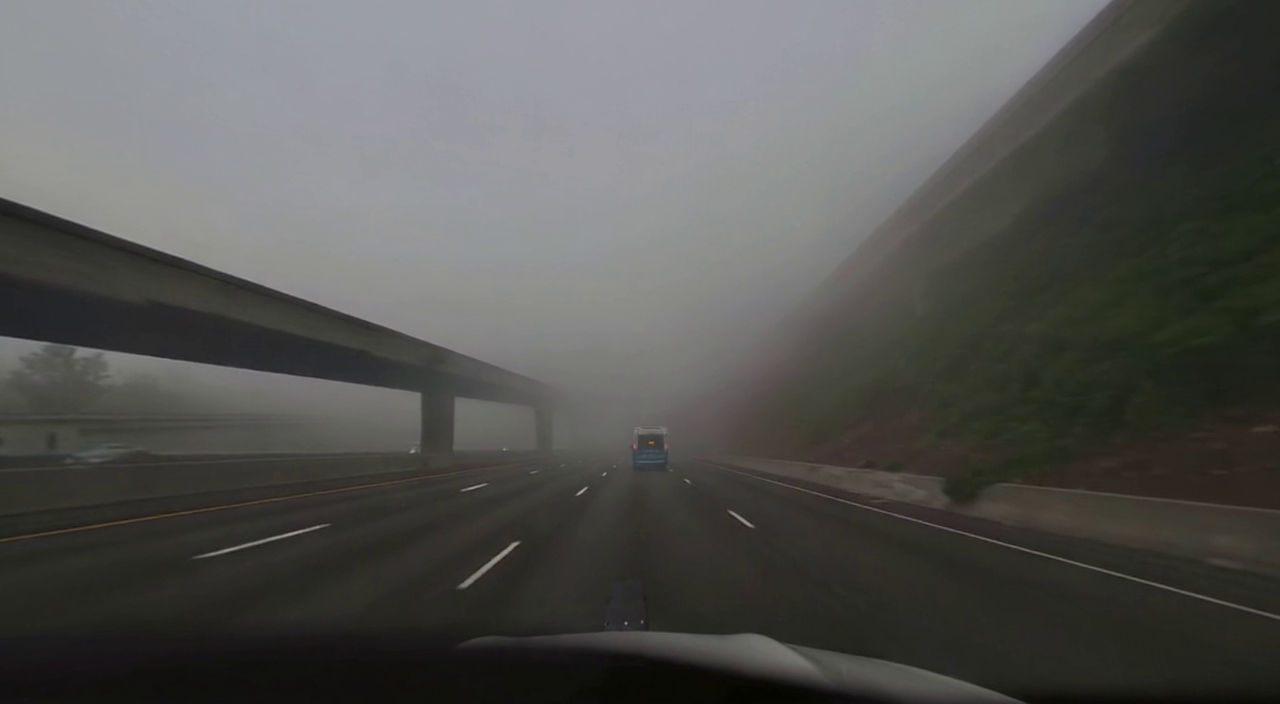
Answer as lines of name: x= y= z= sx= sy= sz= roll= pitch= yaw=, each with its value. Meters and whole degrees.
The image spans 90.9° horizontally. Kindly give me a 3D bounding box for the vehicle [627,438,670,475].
vehicle: x=0.373 y=5.277 z=32.043 sx=2.052 sy=1.711 sz=4.223 roll=0 pitch=-9 yaw=0
